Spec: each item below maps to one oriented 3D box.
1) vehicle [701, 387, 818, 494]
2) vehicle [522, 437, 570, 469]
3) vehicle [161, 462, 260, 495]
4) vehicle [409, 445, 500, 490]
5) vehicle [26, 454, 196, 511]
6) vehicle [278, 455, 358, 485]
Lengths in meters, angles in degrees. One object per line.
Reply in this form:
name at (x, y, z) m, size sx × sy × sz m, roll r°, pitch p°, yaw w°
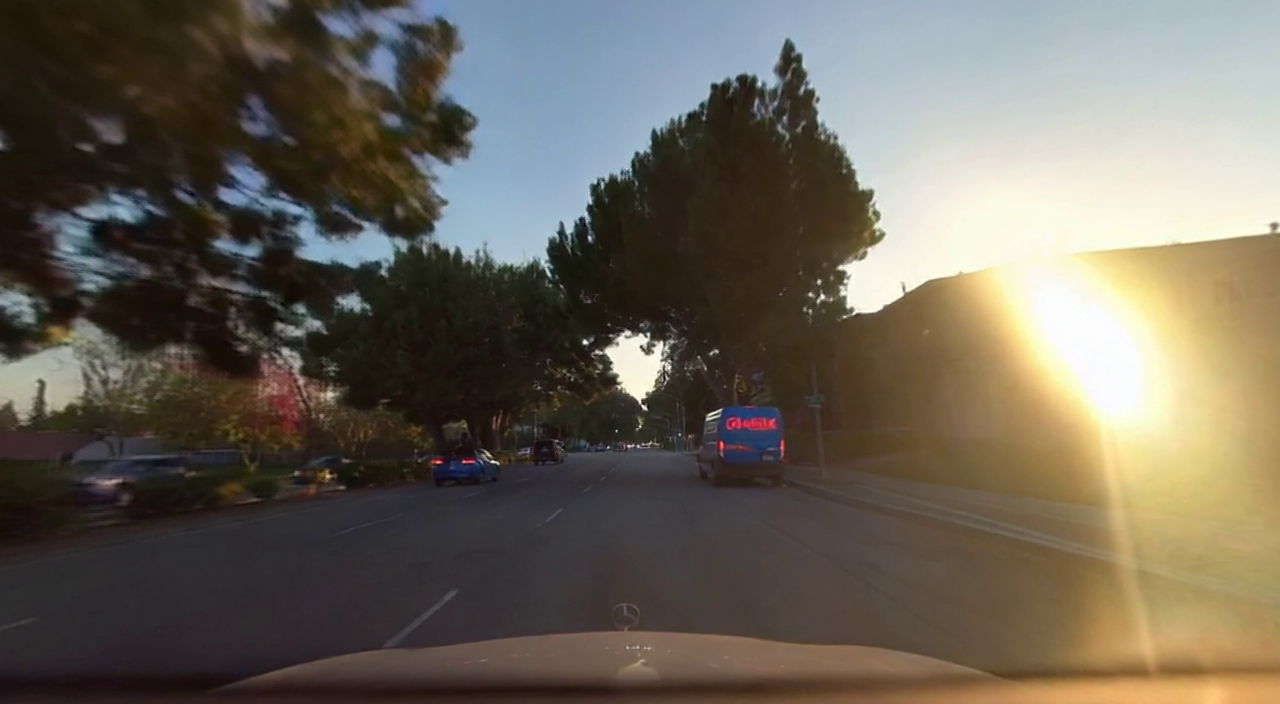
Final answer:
vehicle at (3.640, 2.900, 20.440) m, size 2.791 × 3.026 × 4.668 m, roll 0°, pitch -9°, yaw 0°
vehicle at (-6.343, 6.914, 43.426) m, size 2.332 × 2.039 × 5.678 m, roll -1°, pitch -9°, yaw 1°
vehicle at (-21.697, 6.374, 32.155) m, size 1.832 × 1.443 × 4.614 m, roll 0°, pitch -9°, yaw -1°
vehicle at (-6.653, 4.201, 23.223) m, size 1.970 × 1.456 × 4.441 m, roll 0°, pitch -9°, yaw 1°
vehicle at (-17.875, 4.375, 21.726) m, size 1.945 × 1.702 × 4.438 m, roll -1°, pitch -9°, yaw 0°
vehicle at (-18.019, 6.584, 35.611) m, size 1.974 × 1.525 × 4.738 m, roll 0°, pitch -9°, yaw 0°
